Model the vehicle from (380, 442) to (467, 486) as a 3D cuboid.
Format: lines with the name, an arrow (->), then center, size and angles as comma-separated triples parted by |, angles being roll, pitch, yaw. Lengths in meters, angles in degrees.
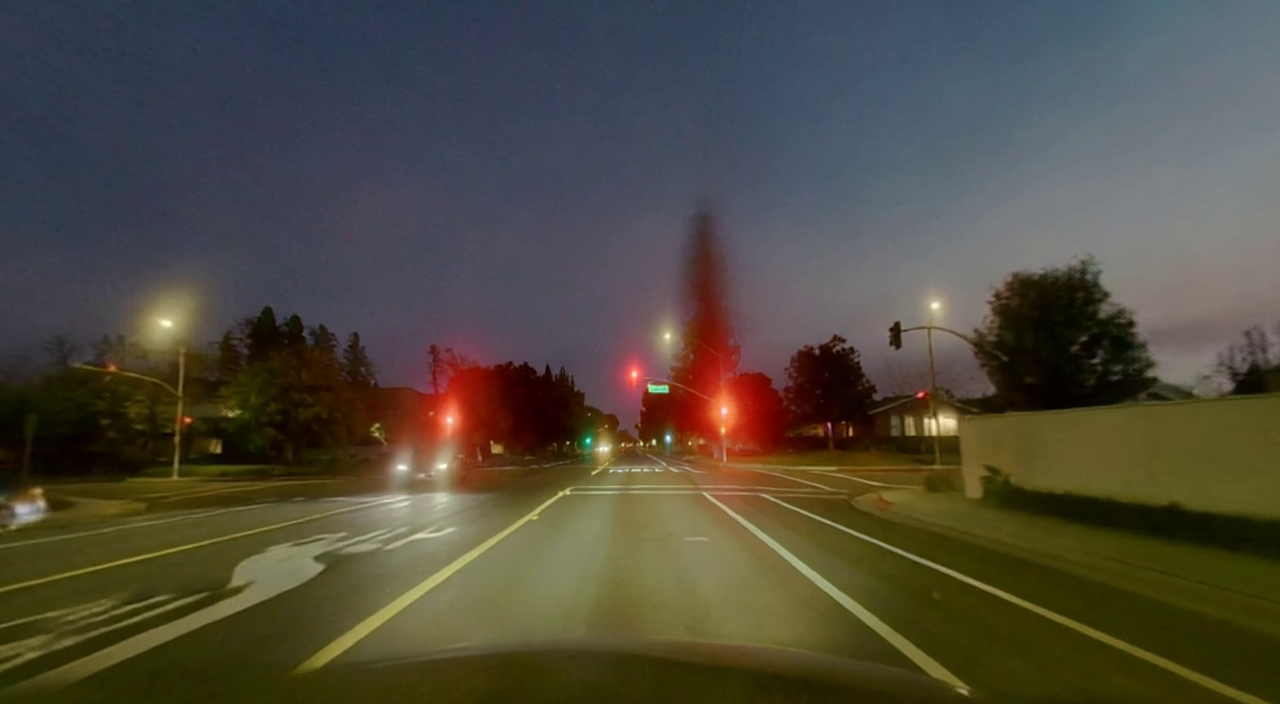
vehicle -> -8.049, 4.165, 23.860 | 1.869, 1.497, 3.768 | 0, -8, 1
